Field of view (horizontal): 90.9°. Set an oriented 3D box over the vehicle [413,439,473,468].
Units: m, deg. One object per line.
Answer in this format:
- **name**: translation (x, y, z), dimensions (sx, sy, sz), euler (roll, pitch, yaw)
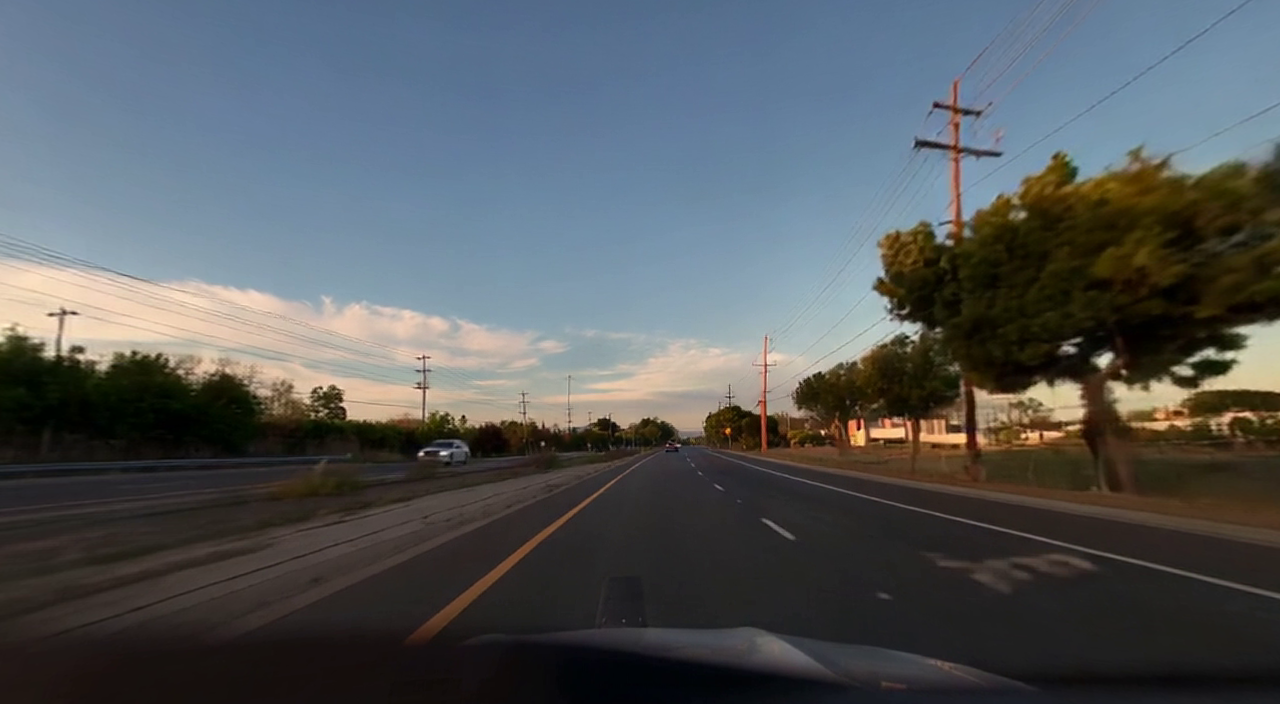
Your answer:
- **vehicle**: translation (-15.371, 7.923, 49.567), dimensions (2.429, 2.067, 6.210), euler (-1, -9, 3)
